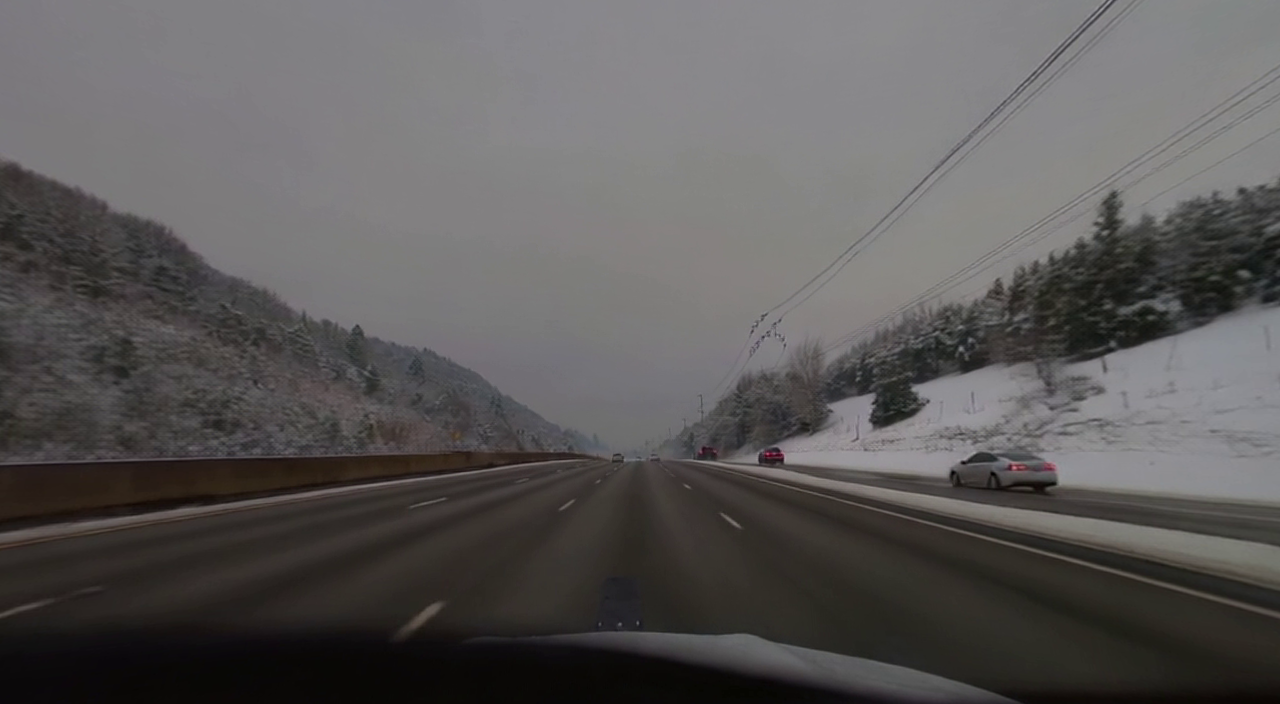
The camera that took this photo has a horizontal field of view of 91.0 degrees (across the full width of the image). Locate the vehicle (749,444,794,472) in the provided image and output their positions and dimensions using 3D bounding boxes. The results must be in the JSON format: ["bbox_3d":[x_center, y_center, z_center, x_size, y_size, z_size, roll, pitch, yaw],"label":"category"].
[{"bbox_3d":[9.135,7.373,44.072,2.108,1.870,4.435,0,-8,-1],"label":"vehicle"}]

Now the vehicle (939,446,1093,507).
[{"bbox_3d":[10.223,3.373,17.514,1.884,1.486,3.770,0,-8,-1],"label":"vehicle"}]
